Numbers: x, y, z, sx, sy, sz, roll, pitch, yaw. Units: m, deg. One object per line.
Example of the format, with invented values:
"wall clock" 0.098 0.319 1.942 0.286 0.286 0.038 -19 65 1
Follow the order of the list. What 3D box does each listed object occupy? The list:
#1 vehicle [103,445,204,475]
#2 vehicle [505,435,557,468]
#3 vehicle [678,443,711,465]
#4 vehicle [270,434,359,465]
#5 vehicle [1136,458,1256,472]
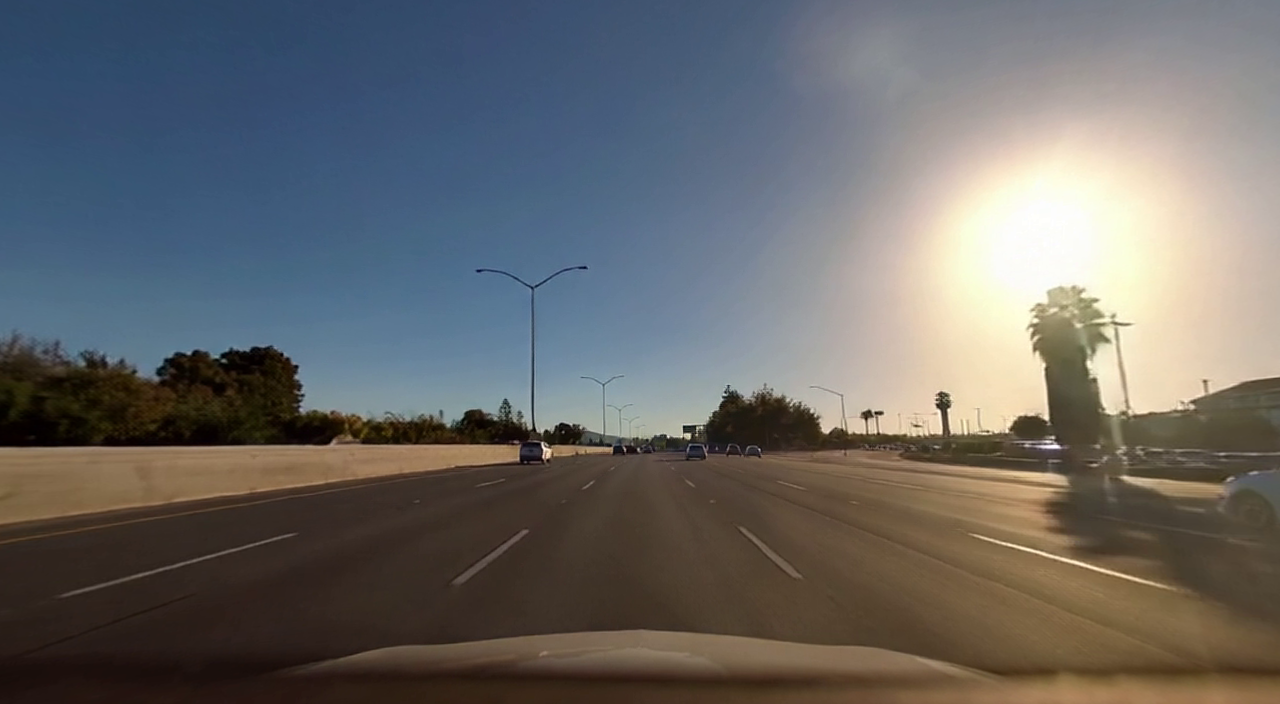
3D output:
"vehicle" -25.236 5.611 32.794 1.743 1.428 4.297 0 -9 1
"vehicle" -6.242 5.760 36.408 2.091 1.746 4.437 0 -9 1
"vehicle" 3.758 7.108 44.046 1.950 1.453 3.378 0 -8 -1
"vehicle" -21.235 6.427 41.312 2.760 1.878 5.700 0 -9 1
"vehicle" 43.723 8.872 49.591 6.546 0.925 2.669 -3 -9 21
